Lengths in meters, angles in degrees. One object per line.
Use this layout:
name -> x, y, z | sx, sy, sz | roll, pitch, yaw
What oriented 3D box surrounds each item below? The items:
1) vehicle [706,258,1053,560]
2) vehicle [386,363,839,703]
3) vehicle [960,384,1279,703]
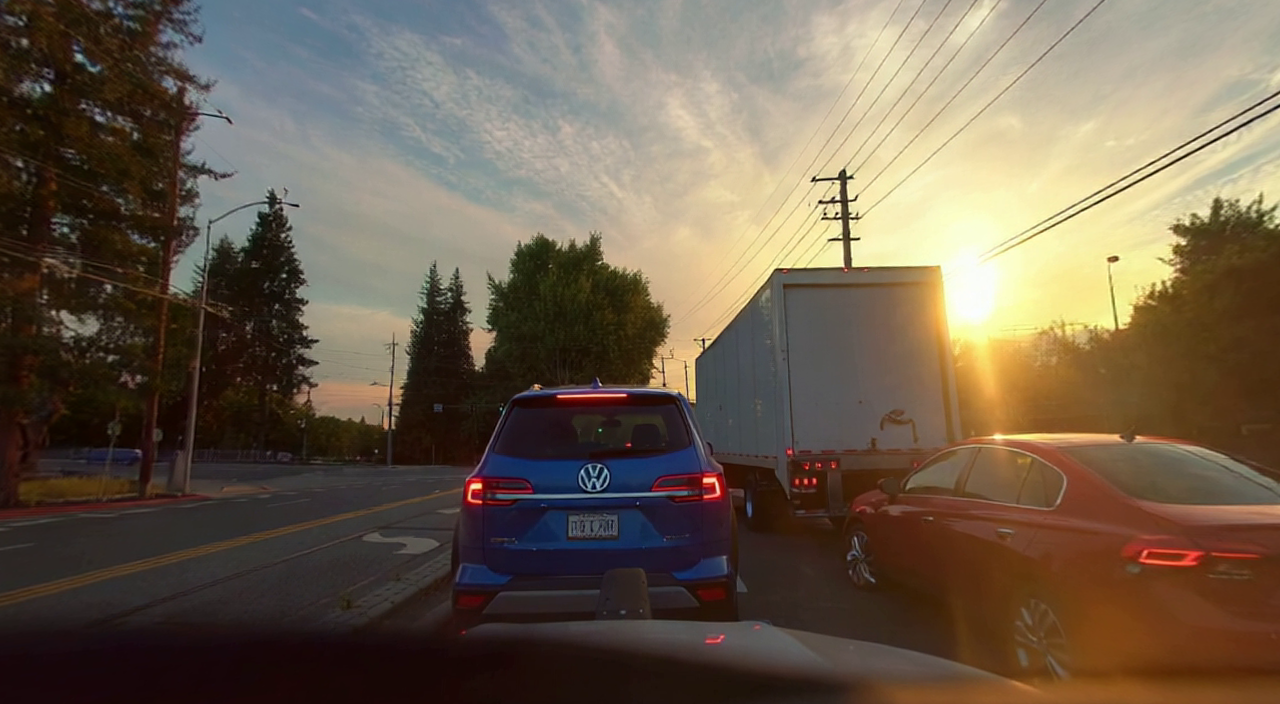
vehicle -> 3.229, 1.259, 11.833 | 2.915, 3.559, 8.848 | 0, -8, 0
vehicle -> -0.125, 1.228, 5.138 | 2.114, 1.732, 4.230 | 0, -8, 0
vehicle -> 2.821, 0.747, 1.188 | 1.971, 1.484, 4.728 | 0, -8, 0
